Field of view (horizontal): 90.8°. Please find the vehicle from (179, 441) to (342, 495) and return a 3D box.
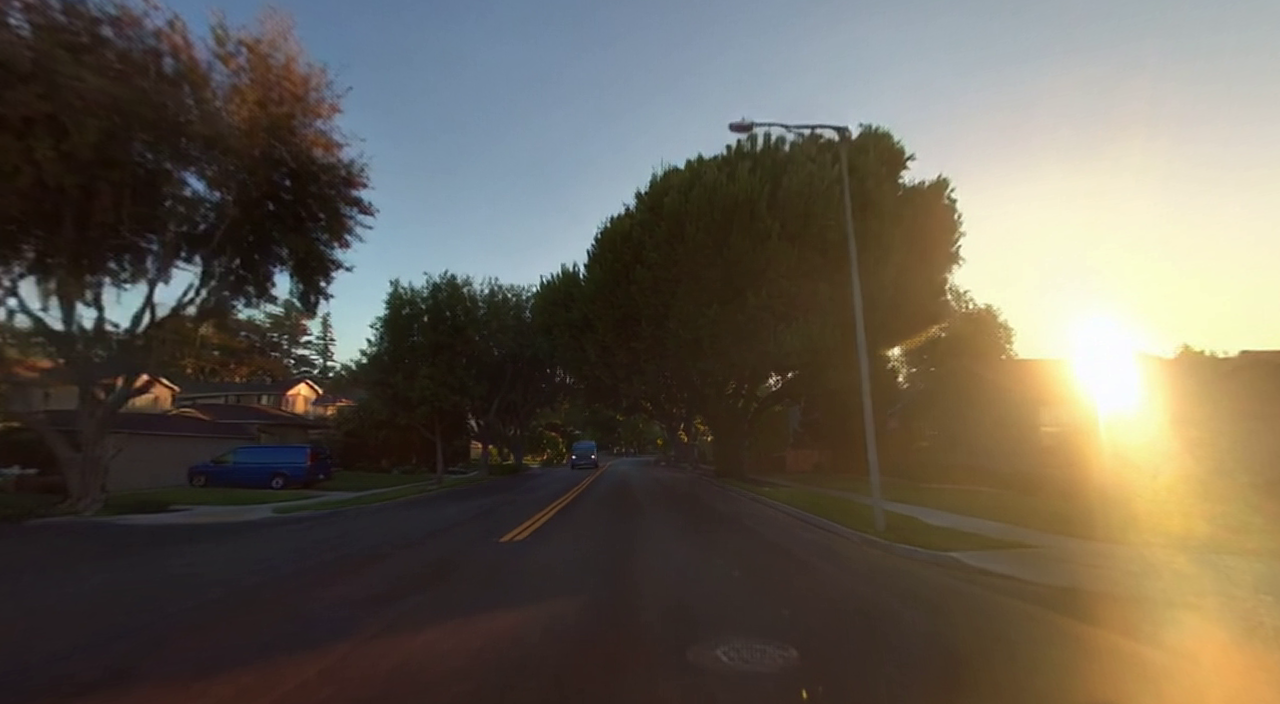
[{"bbox_3d":[-14.440,4.372,24.357,2.145,1.839,4.837,-6,-10,33],"label":"vehicle"}]
